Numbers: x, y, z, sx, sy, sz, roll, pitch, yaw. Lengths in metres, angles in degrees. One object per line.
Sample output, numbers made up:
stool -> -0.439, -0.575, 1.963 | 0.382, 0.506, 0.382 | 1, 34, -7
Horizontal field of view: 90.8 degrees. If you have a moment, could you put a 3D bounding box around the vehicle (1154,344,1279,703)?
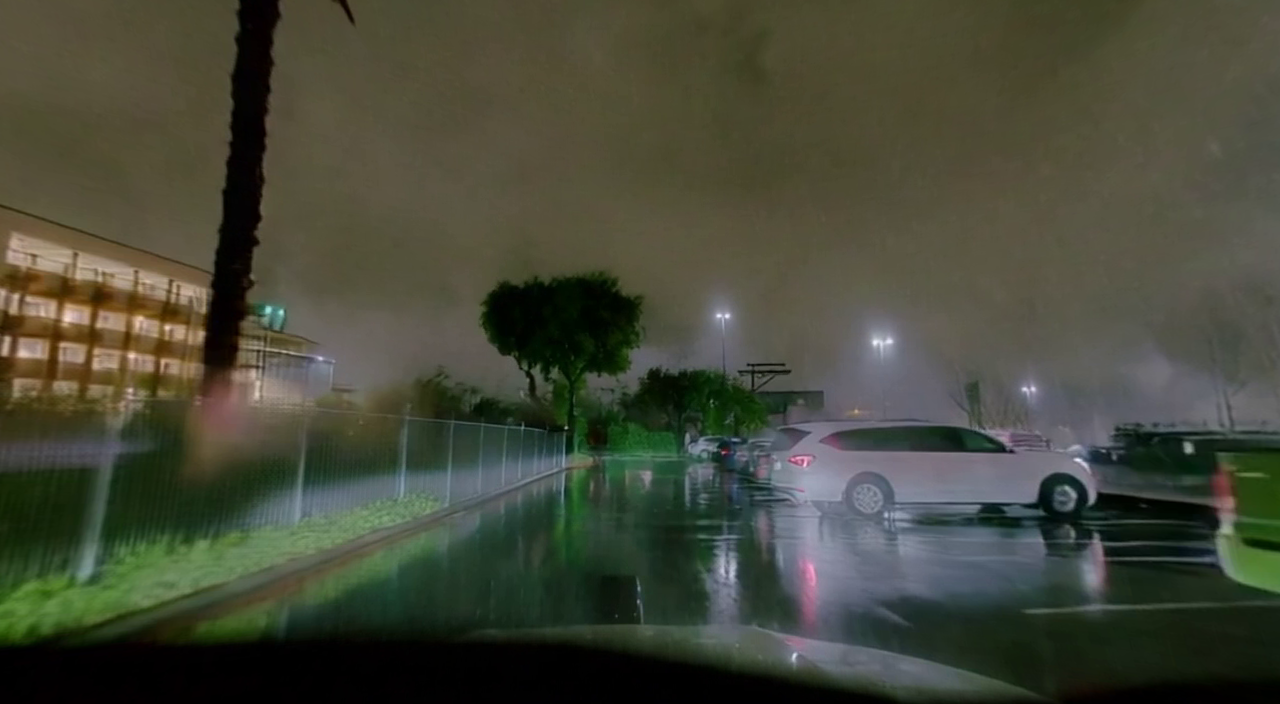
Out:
vehicle -> 5.975, 0.849, 2.988 | 5.381, 1.826, 2.047 | 1, -9, -4

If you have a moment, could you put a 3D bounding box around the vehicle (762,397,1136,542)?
vehicle -> 5.246, 2.047, 11.497 | 5.639, 2.033, 2.172 | 3, -7, 3
